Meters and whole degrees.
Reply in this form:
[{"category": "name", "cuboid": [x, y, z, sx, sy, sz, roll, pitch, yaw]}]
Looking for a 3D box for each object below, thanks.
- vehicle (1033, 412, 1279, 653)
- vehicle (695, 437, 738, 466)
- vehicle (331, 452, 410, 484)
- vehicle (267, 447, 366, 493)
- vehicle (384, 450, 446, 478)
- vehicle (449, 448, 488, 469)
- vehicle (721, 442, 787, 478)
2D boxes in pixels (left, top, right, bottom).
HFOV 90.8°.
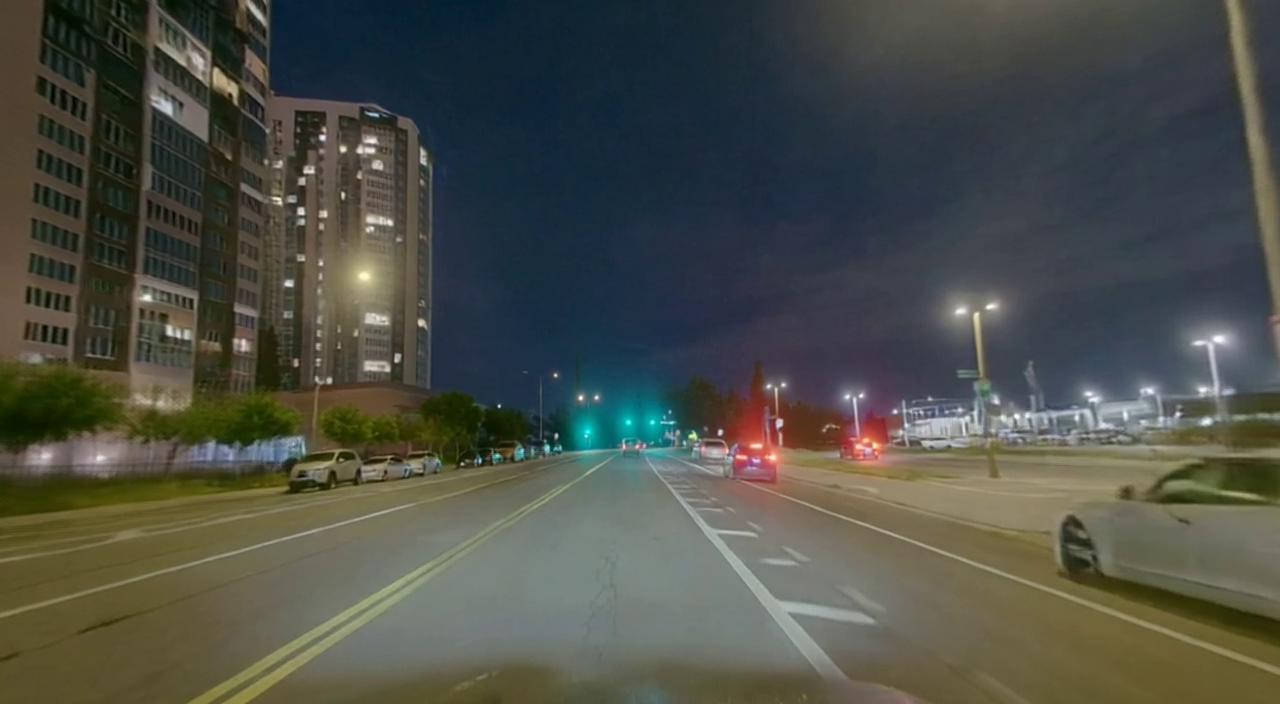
[{"category": "vehicle", "cuboid": [5.153, 1.190, 4.239, 2.069, 1.538, 4.528, 0, -8, -1]}, {"category": "vehicle", "cuboid": [5.000, 6.587, 41.898, 2.102, 1.781, 5.470, 0, -8, 0]}, {"category": "vehicle", "cuboid": [-13.182, 5.680, 31.234, 1.779, 1.433, 4.633, 0, -8, 2]}, {"category": "vehicle", "cuboid": [-13.078, 4.760, 25.876, 1.908, 1.694, 4.306, 1, -8, -3]}, {"category": "vehicle", "cuboid": [-13.180, 6.564, 37.274, 1.889, 1.461, 4.608, 0, -8, 1]}, {"category": "vehicle", "cuboid": [-13.018, 8.118, 48.224, 1.926, 1.499, 3.869, 0, -8, 0]}, {"category": "vehicle", "cuboid": [4.954, 4.736, 28.086, 2.085, 1.466, 4.276, 0, -8, -1]}]
